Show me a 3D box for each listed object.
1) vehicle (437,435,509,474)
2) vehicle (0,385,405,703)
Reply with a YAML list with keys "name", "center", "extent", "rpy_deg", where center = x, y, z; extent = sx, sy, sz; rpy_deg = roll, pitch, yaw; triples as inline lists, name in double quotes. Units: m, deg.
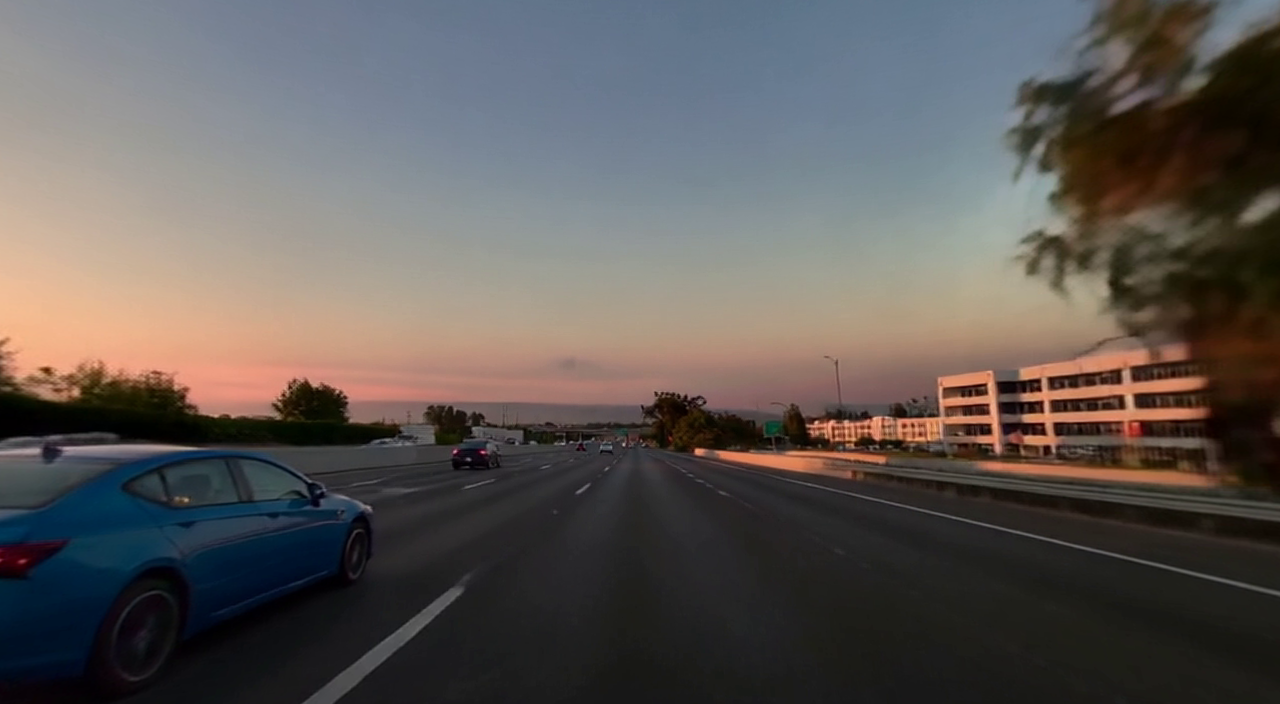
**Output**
- name: "vehicle"
  center: [-7.660, 4.739, 29.399]
  extent: [2.118, 1.675, 4.395]
  rpy_deg: [0, -8, 1]
- name: "vehicle"
  center: [-3.636, 1.178, 4.233]
  extent: [2.144, 1.565, 4.951]
  rpy_deg: [0, -8, 1]
